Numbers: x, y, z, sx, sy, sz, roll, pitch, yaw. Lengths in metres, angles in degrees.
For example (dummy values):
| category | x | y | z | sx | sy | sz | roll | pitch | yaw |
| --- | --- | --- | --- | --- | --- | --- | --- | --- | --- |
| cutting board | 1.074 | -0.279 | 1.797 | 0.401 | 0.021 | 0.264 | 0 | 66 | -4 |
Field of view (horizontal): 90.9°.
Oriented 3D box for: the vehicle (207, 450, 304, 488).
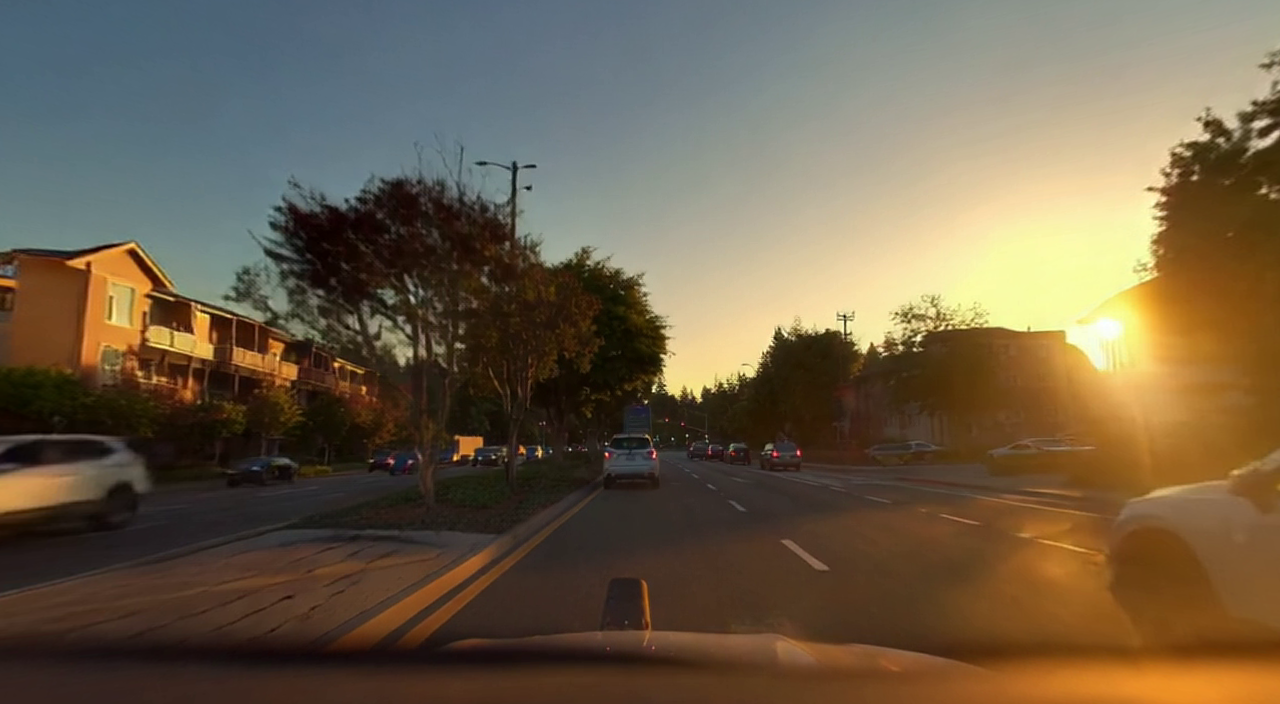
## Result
| category | x | y | z | sx | sy | sz | roll | pitch | yaw |
| --- | --- | --- | --- | --- | --- | --- | --- | --- | --- |
| vehicle | -20.236 | 6.149 | 33.471 | 2.001 | 1.788 | 4.776 | 0 | -8 | 1 |

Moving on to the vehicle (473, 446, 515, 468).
| category | x | y | z | sx | sy | sz | roll | pitch | yaw |
| --- | --- | --- | --- | --- | --- | --- | --- | --- | --- |
| vehicle | -10.336 | 7.450 | 45.015 | 1.907 | 1.471 | 4.410 | 0 | -8 | 1 |

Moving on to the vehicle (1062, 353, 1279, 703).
| category | x | y | z | sx | sy | sz | roll | pitch | yaw |
| --- | --- | --- | --- | --- | --- | --- | --- | --- | --- |
| vehicle | 3.777 | 0.722 | 1.786 | 2.100 | 1.689 | 4.501 | 0 | -8 | 2 |

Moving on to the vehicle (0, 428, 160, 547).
| category | x | y | z | sx | sy | sz | roll | pitch | yaw |
| --- | --- | --- | --- | --- | --- | --- | --- | --- | --- |
| vehicle | -10.527 | 2.145 | 10.152 | 2.010 | 1.760 | 4.406 | -1 | -8 | 1 |

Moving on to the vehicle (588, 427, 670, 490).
| category | x | y | z | sx | sy | sz | roll | pitch | yaw |
| --- | --- | --- | --- | --- | --- | --- | --- | --- | --- |
| vehicle | -0.313 | 3.383 | 20.303 | 2.332 | 1.798 | 4.546 | 0 | -8 | 0 |

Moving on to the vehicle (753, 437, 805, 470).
| category | x | y | z | sx | sy | sz | roll | pitch | yaw |
| --- | --- | --- | --- | --- | --- | --- | --- | --- | --- |
| vehicle | 7.706 | 5.673 | 35.389 | 1.971 | 1.722 | 4.341 | 0 | -8 | 0 |

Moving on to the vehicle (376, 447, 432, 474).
| category | x | y | z | sx | sy | sz | roll | pitch | yaw |
| --- | --- | --- | --- | --- | --- | --- | --- | --- | --- |
| vehicle | -16.212 | 7.440 | 43.580 | 1.972 | 1.723 | 4.608 | 0 | -8 | 2 |
